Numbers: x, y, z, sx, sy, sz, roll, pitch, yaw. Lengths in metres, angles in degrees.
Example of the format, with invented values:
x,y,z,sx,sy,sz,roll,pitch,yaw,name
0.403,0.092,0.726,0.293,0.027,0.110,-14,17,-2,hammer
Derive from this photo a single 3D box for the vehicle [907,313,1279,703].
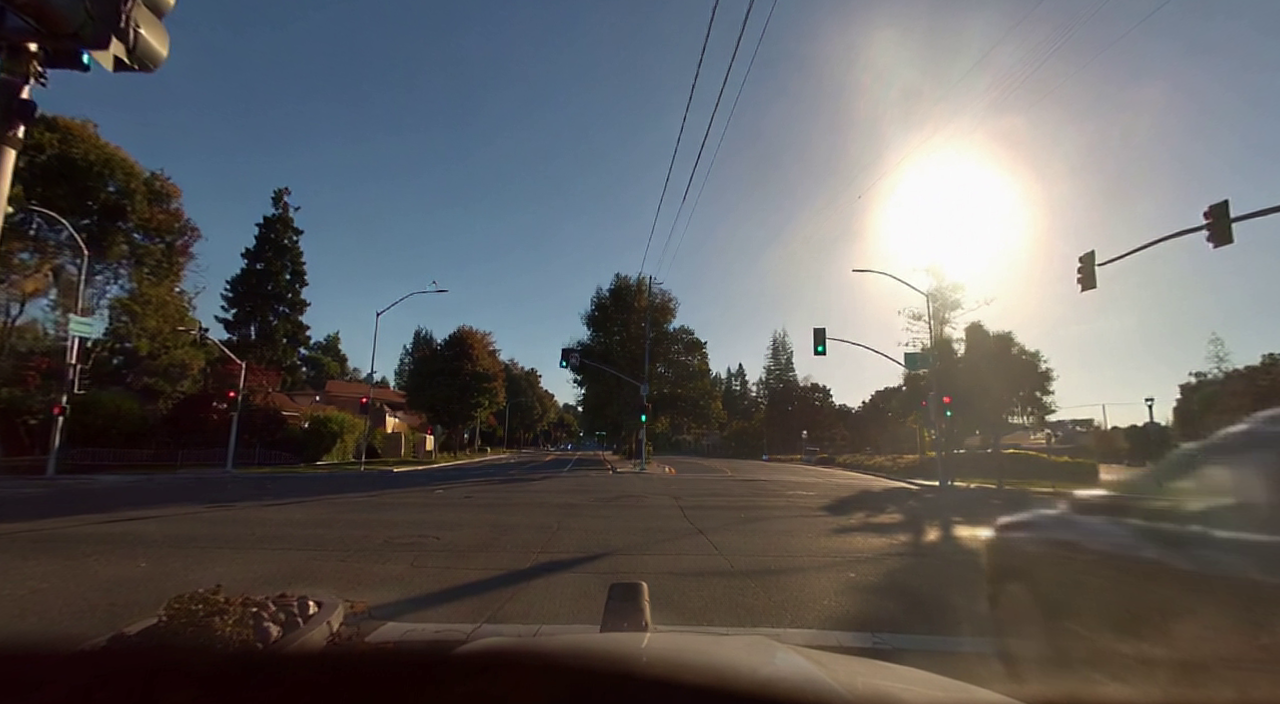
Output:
x,y,z,sx,sy,sz,roll,pitch,yaw,name
2.862,0.751,1.739,2.150,1.706,4.754,0,-8,0,vehicle
